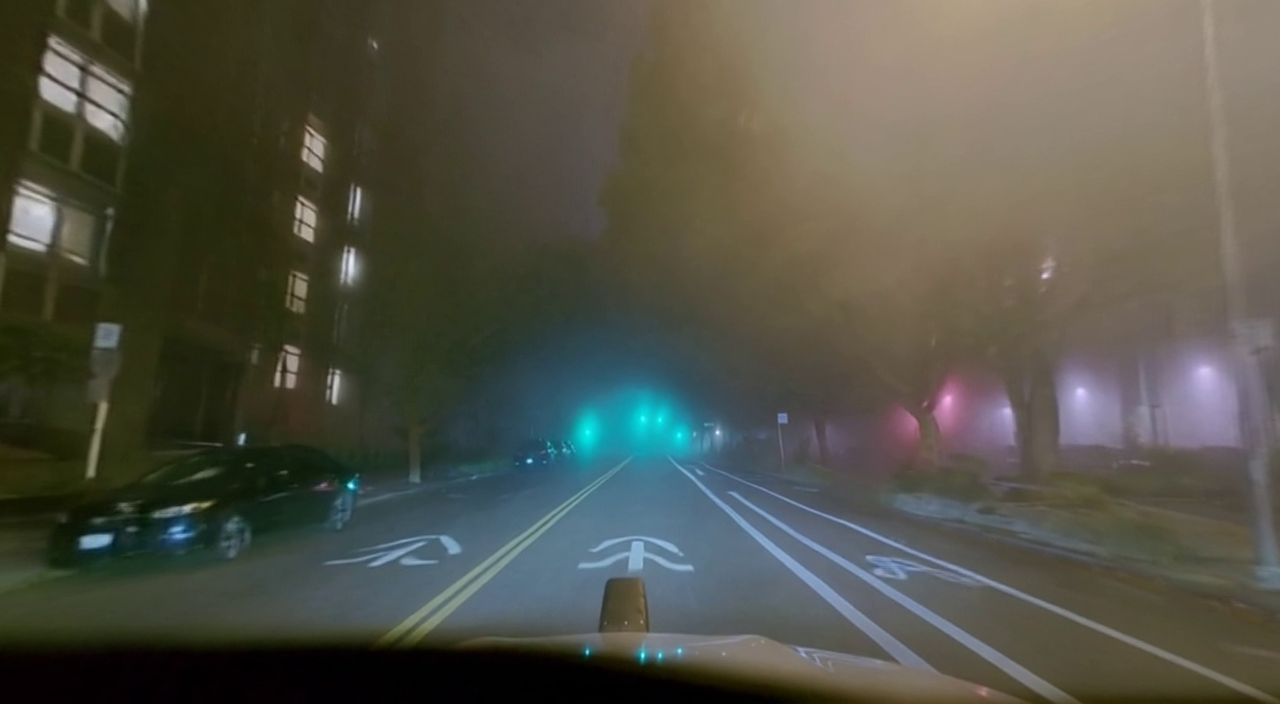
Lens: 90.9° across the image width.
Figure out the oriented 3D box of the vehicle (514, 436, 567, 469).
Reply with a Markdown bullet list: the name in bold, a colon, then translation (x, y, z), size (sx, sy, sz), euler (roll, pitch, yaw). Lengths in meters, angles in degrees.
- **vehicle**: translation (-5.578, 5.673, 36.003), size (2.147, 1.701, 4.879), euler (1, -8, 1)

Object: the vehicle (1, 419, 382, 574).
- **vehicle**: translation (-5.901, 1.917, 9.313), size (2.223, 1.658, 4.621), euler (1, -8, 0)
